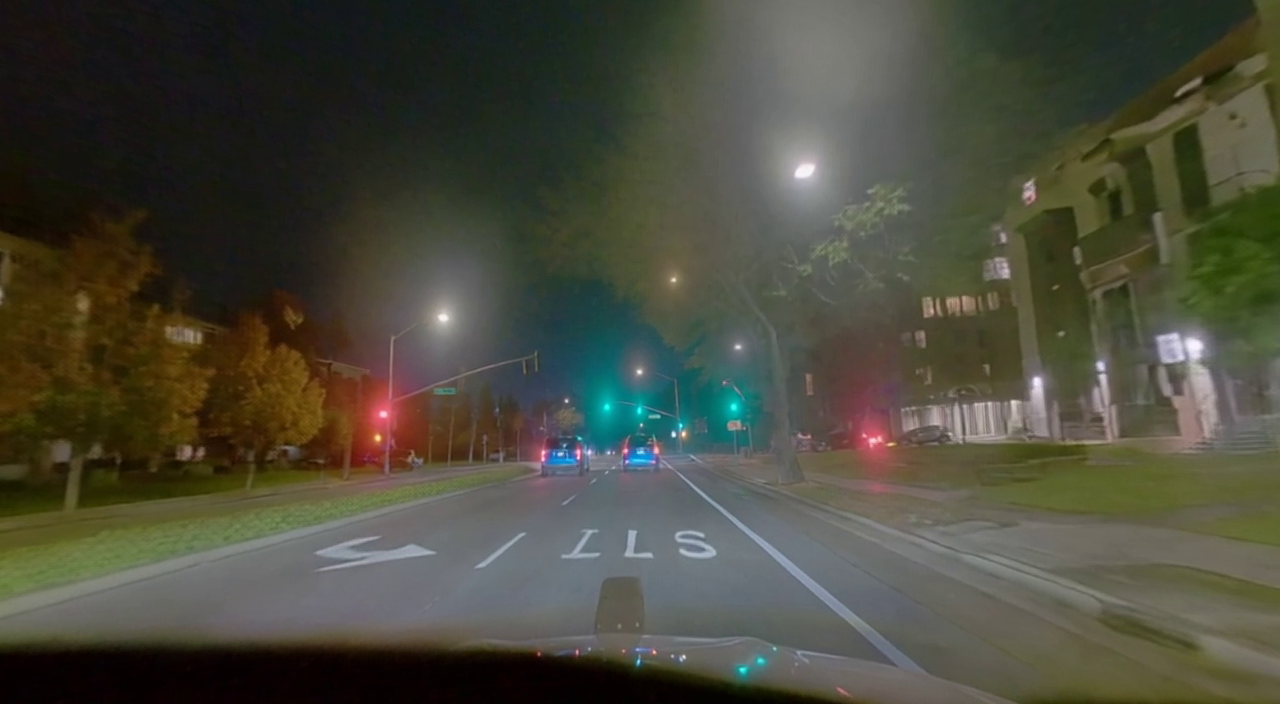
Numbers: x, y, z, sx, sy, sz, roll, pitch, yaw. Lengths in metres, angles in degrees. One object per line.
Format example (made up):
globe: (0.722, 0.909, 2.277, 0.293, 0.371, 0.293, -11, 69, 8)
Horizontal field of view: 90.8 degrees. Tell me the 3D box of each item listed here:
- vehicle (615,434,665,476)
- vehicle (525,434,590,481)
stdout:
vehicle: (-0.056, 4.653, 28.913, 2.088, 1.735, 4.801, 0, -8, -1)
vehicle: (-3.253, 4.268, 25.913, 2.097, 1.755, 4.336, 0, -8, 0)
